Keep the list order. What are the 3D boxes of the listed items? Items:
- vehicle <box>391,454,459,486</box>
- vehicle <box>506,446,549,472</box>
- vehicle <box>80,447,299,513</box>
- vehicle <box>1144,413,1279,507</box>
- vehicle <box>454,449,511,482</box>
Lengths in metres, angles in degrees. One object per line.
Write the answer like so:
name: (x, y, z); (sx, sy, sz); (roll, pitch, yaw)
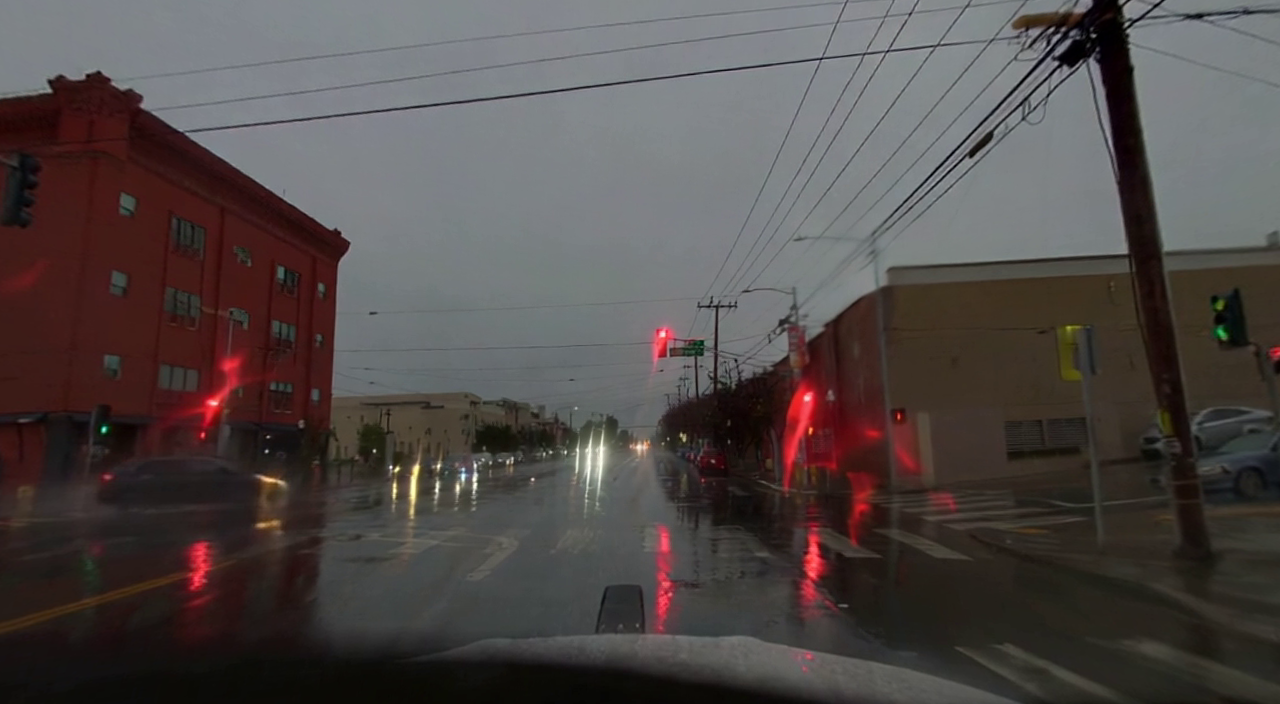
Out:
vehicle: (-12.028, 6.605, 35.620); (1.943, 1.574, 4.727); (0, -9, 3)
vehicle: (-8.197, 7.830, 46.298); (2.096, 1.830, 4.752); (0, -9, 2)
vehicle: (-12.480, 3.560, 17.888); (4.525, 1.650, 2.120); (4, -9, -20)
vehicle: (12.737, 2.167, 12.822); (3.234, 1.746, 1.941); (0, -9, -2)
vehicle: (-8.710, 6.313, 35.219); (2.020, 1.672, 3.842); (0, -9, 3)
